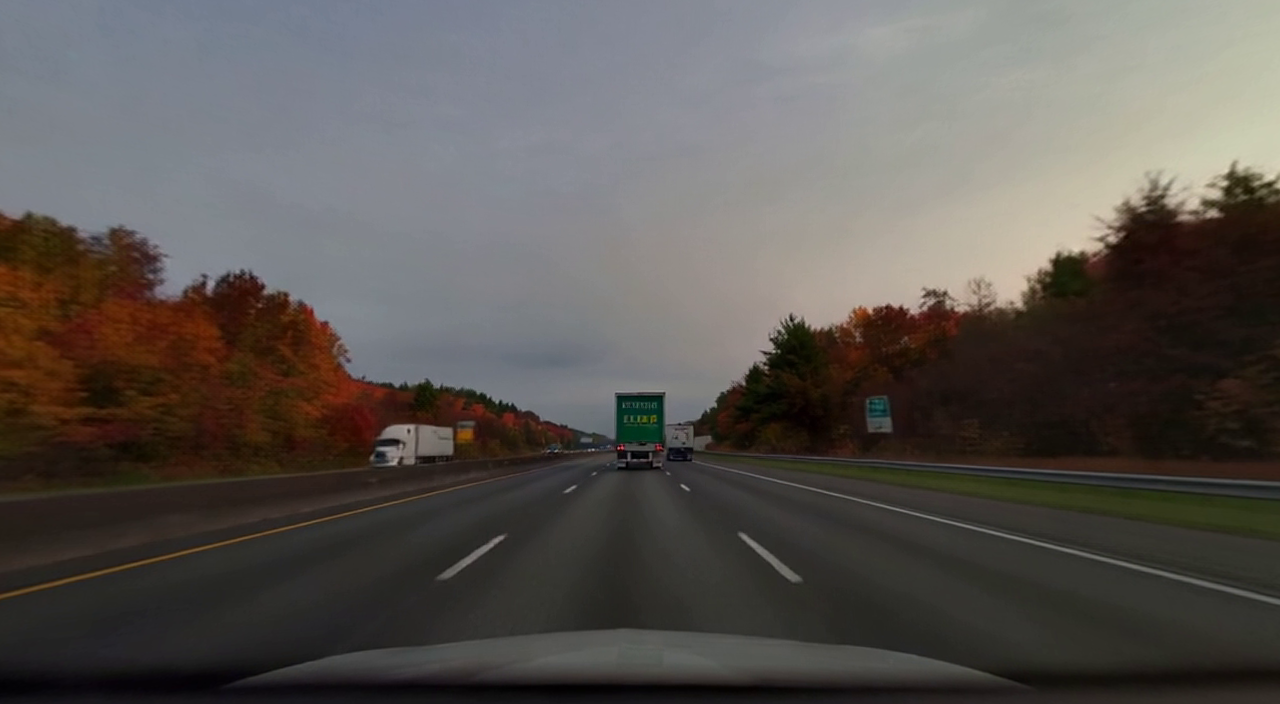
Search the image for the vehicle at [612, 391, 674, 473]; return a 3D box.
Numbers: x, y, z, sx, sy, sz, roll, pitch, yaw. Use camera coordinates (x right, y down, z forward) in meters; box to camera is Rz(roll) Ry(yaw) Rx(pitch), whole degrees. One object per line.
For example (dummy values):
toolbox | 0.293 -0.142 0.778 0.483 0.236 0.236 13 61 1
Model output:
vehicle | 0.109 4.786 36.750 3.057 4.073 10.792 0 -9 0
